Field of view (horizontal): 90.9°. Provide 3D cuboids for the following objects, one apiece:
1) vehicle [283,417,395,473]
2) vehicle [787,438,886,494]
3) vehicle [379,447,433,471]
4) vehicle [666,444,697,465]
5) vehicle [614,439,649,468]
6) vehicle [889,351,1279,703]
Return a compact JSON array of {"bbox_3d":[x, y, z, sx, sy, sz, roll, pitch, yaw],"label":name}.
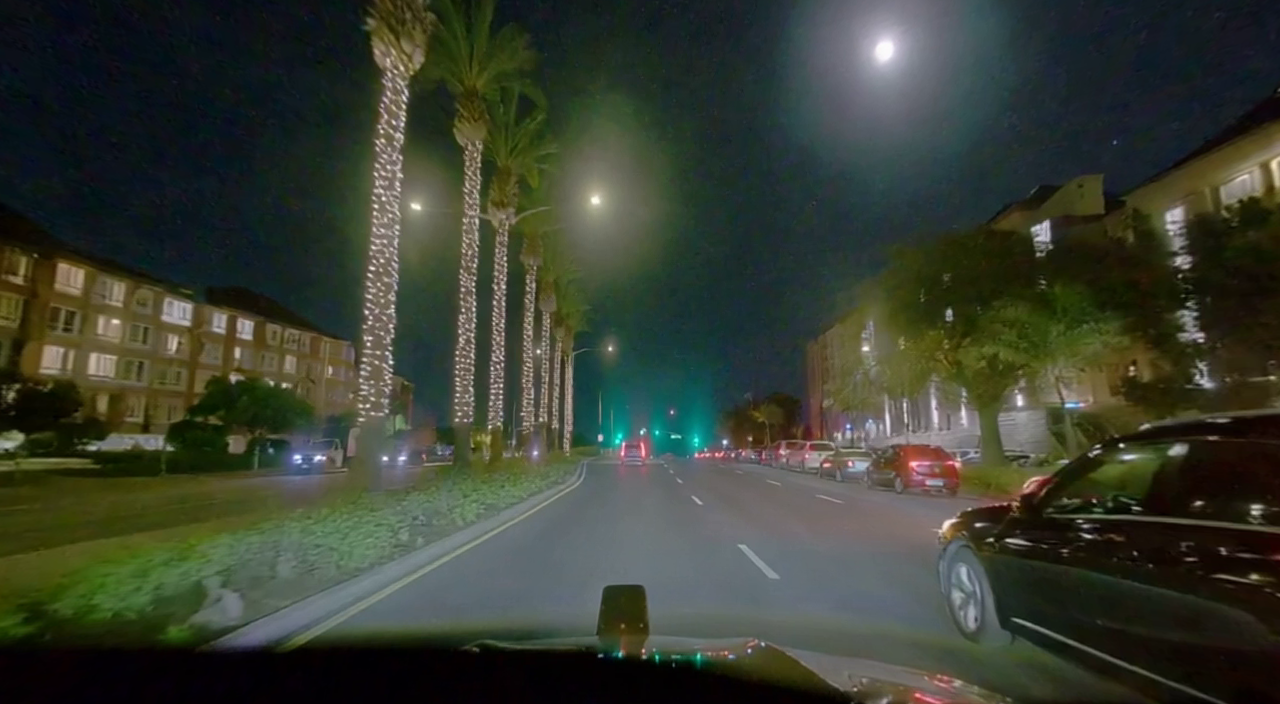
[{"bbox_3d":[-18.960,5.976,40.481,2.933,3.159,8.124,-1,-9,2],"label":"vehicle"},{"bbox_3d":[6.360,3.728,20.942,1.858,1.653,4.194,0,-9,-1],"label":"vehicle"},{"bbox_3d":[-15.433,7.040,41.838,1.783,1.477,4.624,0,-9,0],"label":"vehicle"},{"bbox_3d":[3.190,7.908,48.784,2.032,1.516,4.094,0,-9,-1],"label":"vehicle"},{"bbox_3d":[-0.519,6.346,39.409,2.087,1.709,4.076,0,-9,0],"label":"vehicle"},{"bbox_3d":[3.026,0.957,2.862,2.009,1.639,4.267,0,-9,0],"label":"vehicle"}]
